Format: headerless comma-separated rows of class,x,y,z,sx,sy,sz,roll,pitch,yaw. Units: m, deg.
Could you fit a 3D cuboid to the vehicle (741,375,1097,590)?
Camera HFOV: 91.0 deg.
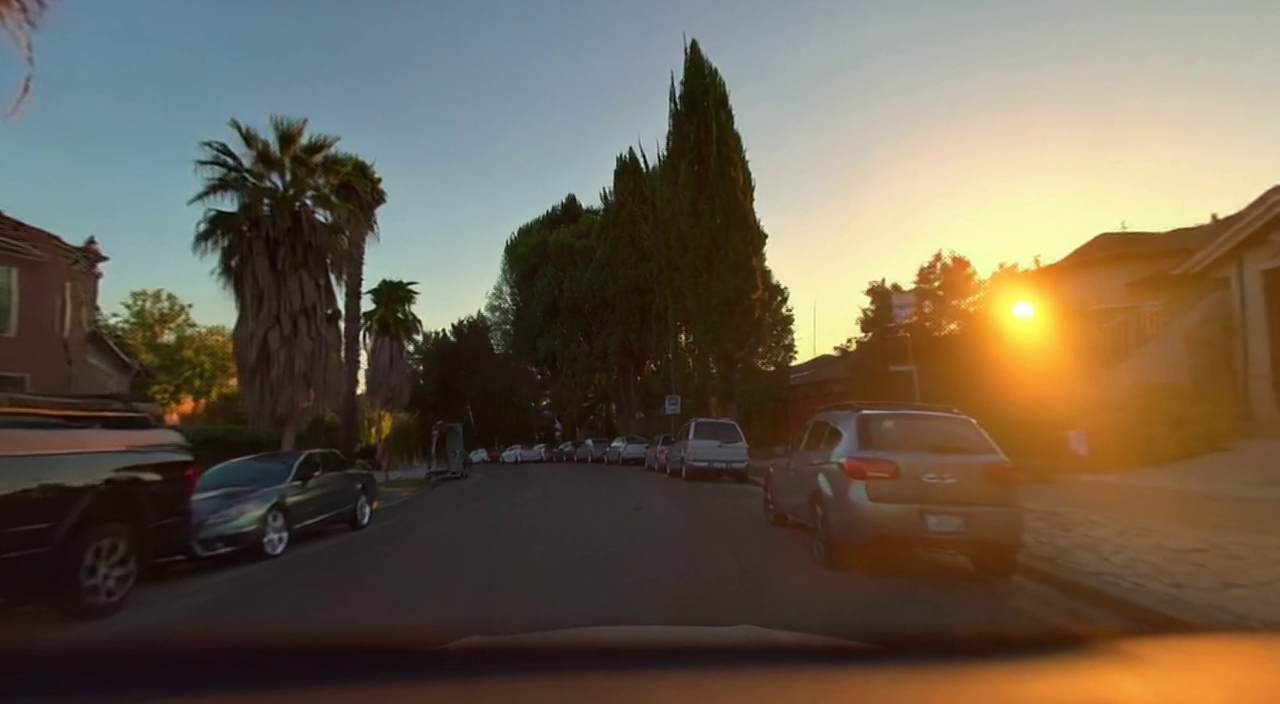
vehicle,2.519,1.343,7.235,2.076,1.658,4.604,0,-8,2

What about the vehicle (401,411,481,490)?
vehicle,-7.425,3.714,23.803,2.337,2.289,6.092,-6,-7,-17

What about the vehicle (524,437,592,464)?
vehicle,-5.093,6.025,38.536,2.108,1.503,4.977,5,-10,-33

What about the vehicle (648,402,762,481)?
vehicle,1.716,2.659,18.657,2.139,1.997,4.864,1,-8,-9

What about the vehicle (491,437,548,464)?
vehicle,-8.276,6.718,42.966,1.918,1.753,4.655,6,-10,-37

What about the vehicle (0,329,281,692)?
vehicle,-5.249,0.878,3.237,2.624,2.178,6.522,-1,-8,4
